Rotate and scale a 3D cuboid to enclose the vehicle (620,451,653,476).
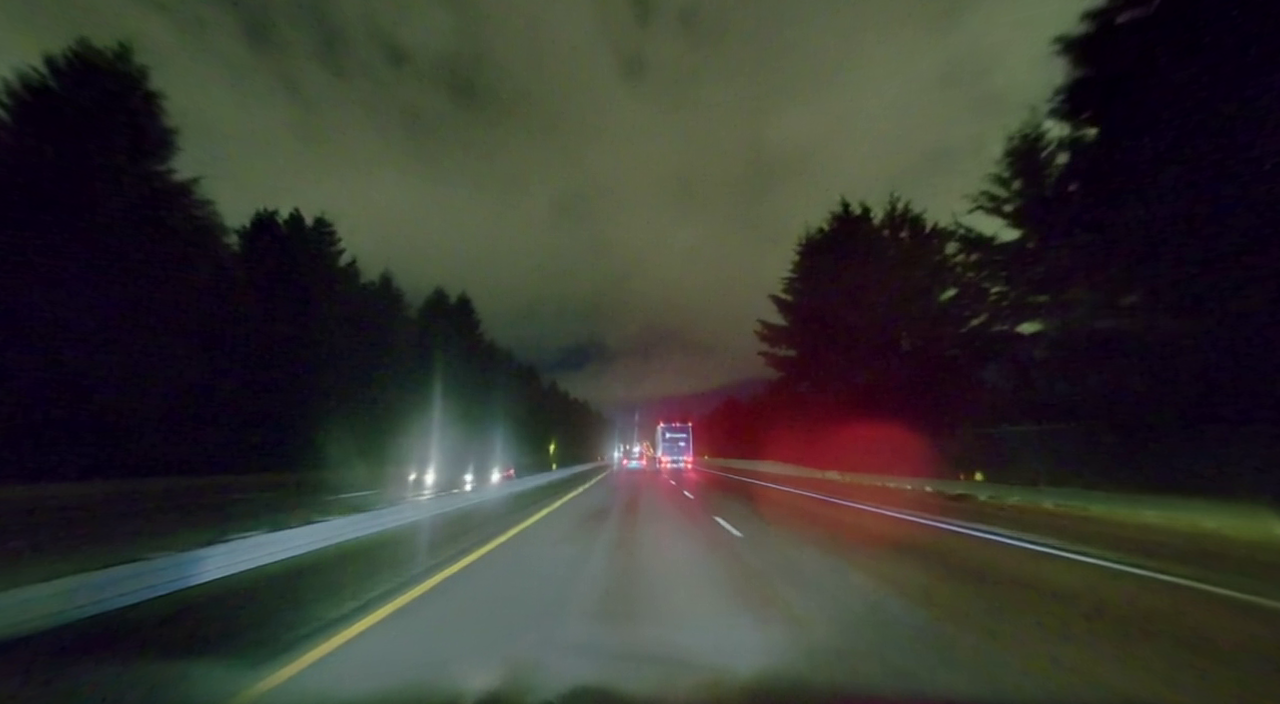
[{"bbox_3d":[-0.233,7.316,41.558,2.057,1.528,3.958,-1,-9,0],"label":"vehicle"}]
